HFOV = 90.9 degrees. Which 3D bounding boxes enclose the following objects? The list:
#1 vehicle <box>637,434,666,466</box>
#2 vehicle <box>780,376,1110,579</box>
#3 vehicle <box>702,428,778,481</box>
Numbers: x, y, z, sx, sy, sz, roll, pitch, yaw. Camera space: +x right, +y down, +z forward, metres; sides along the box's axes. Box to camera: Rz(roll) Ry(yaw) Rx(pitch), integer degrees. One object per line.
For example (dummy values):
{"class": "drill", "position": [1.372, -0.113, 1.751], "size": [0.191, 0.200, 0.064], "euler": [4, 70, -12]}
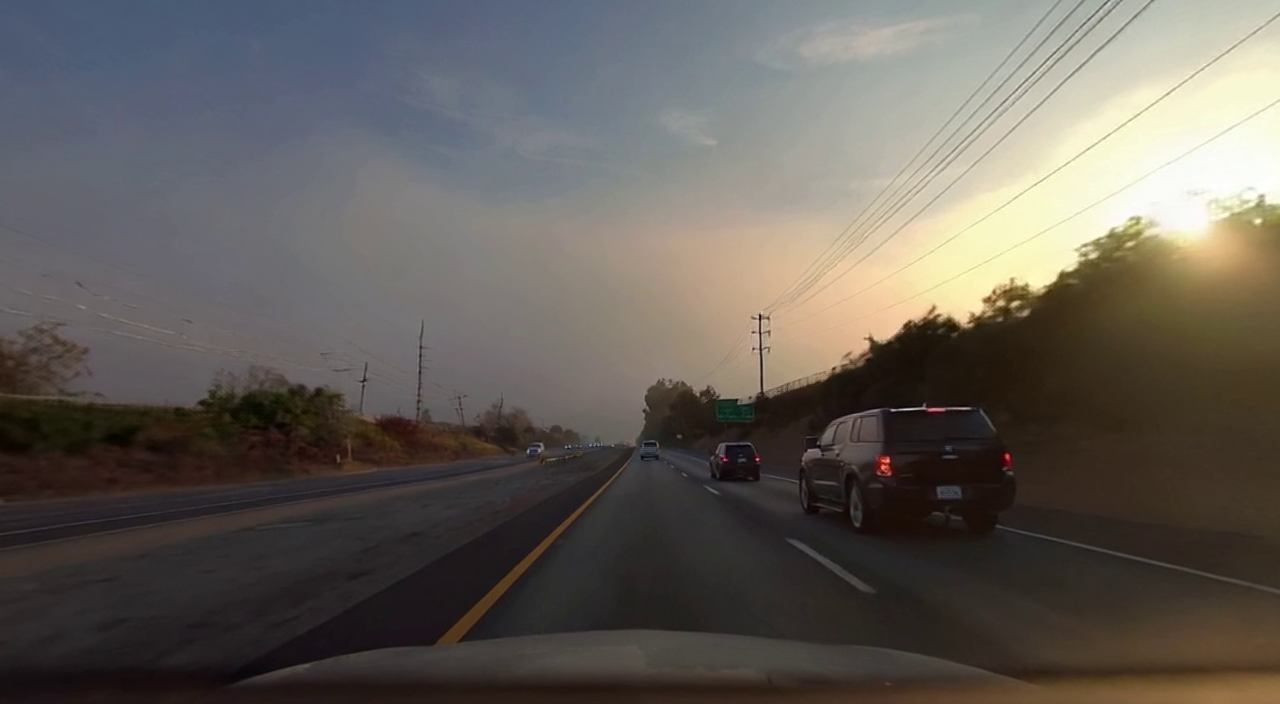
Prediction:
{"class": "vehicle", "position": [0.814, 7.531, 48.490], "size": [2.099, 2.260, 4.899], "euler": [0, -8, 0]}
{"class": "vehicle", "position": [3.709, 1.657, 9.097], "size": [2.145, 2.069, 5.057], "euler": [0, -8, -1]}
{"class": "vehicle", "position": [4.447, 4.665, 29.048], "size": [2.594, 2.155, 5.670], "euler": [0, -8, 0]}
